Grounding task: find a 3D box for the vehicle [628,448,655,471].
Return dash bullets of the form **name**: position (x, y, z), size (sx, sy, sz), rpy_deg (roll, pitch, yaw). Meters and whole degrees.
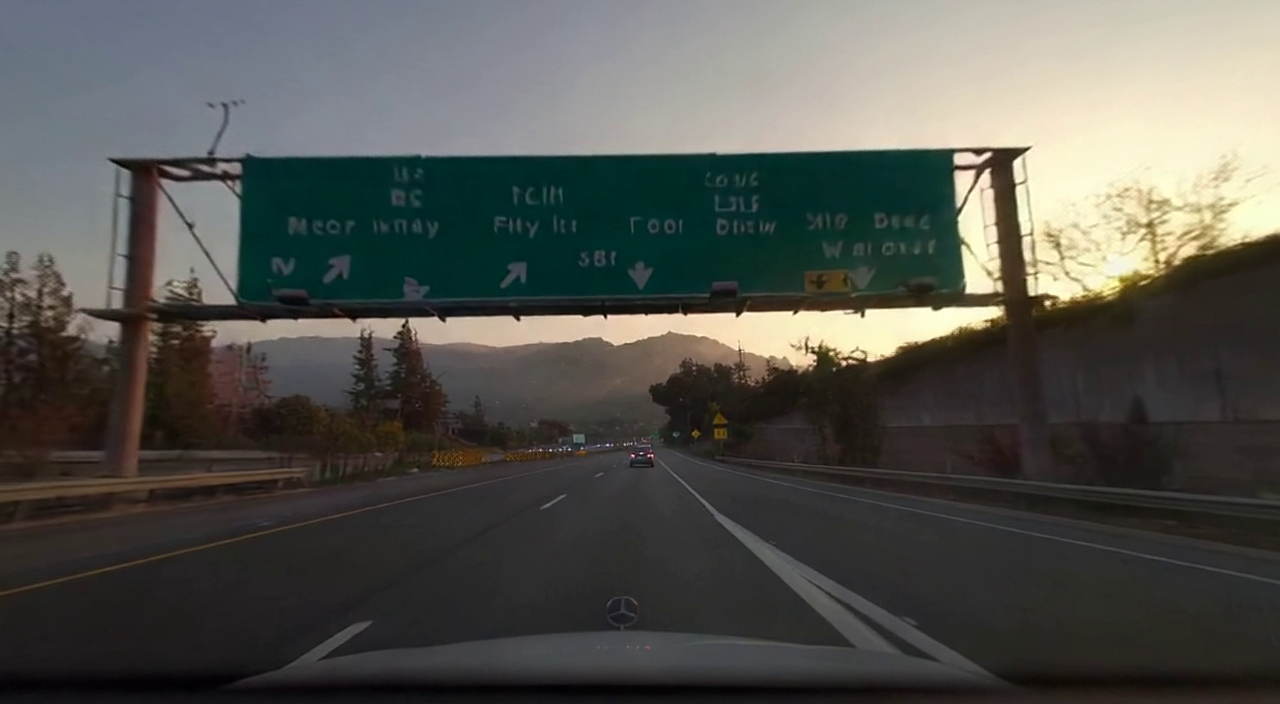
- **vehicle**: position (0.129, 7.053, 41.480), size (1.695, 1.437, 3.506), rpy_deg (0, -9, 1)
